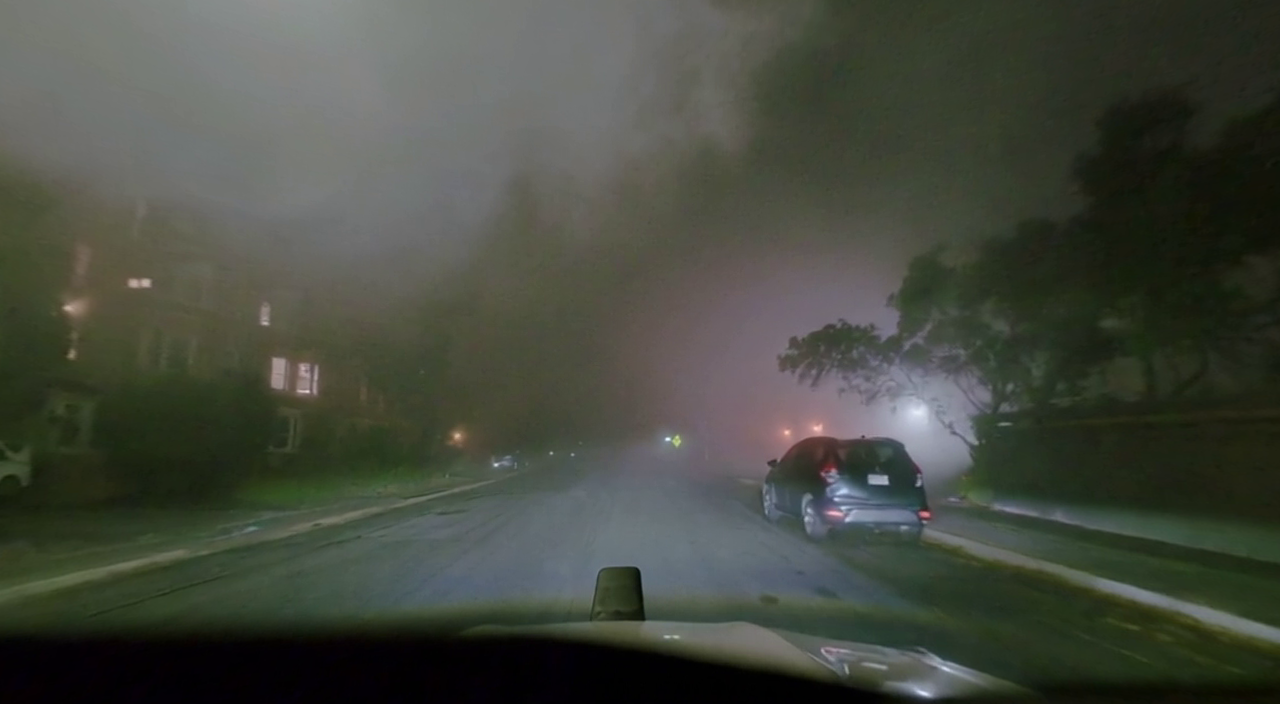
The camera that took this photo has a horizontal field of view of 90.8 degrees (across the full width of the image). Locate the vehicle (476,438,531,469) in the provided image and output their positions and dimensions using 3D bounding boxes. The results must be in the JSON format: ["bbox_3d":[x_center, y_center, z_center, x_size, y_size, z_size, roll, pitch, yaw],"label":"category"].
[{"bbox_3d":[-8.595,6.507,40.288,2.352,1.843,4.979,0,-10,0],"label":"vehicle"}]

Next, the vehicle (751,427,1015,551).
[{"bbox_3d":[3.529,2.130,10.631,2.291,1.546,5.204,0,-9,-1],"label":"vehicle"}]
